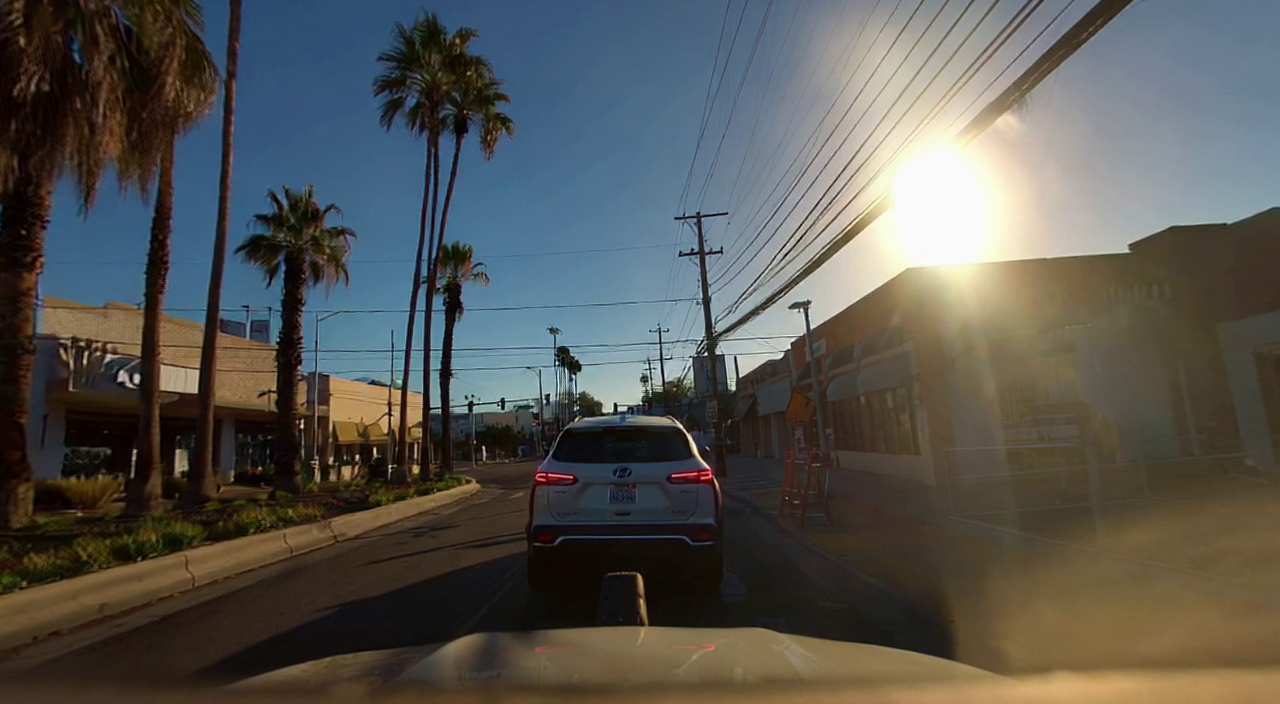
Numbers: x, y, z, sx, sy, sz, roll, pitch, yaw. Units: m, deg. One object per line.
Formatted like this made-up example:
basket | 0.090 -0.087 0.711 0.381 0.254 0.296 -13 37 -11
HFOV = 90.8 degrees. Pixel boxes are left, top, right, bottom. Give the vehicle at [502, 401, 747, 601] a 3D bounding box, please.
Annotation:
vehicle | -0.207 1.560 7.408 2.105 1.702 3.750 0 -8 -3
